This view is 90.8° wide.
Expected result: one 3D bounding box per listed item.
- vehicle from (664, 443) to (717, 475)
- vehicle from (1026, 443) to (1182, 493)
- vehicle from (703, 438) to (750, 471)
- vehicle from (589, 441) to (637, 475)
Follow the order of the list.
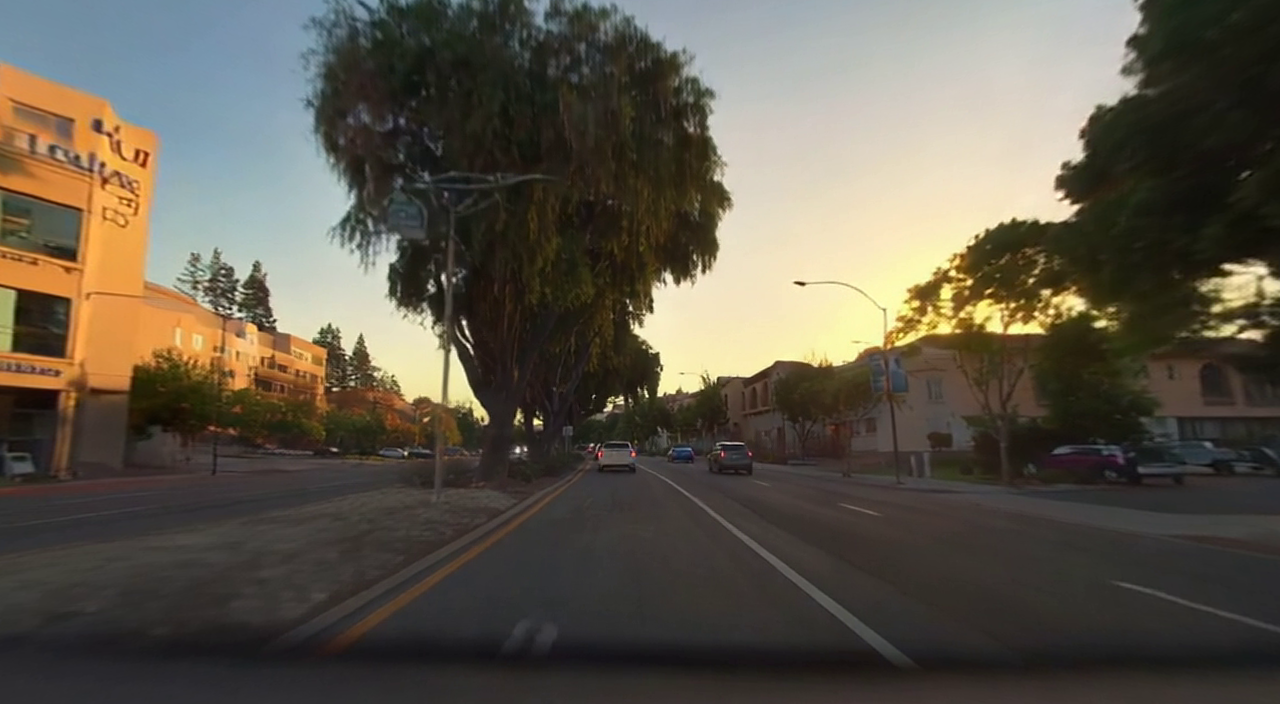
[{"bbox_3d":[2.426,5.301,31.616,1.993,1.477,4.240,1,-8,-5],"label":"vehicle"},{"bbox_3d":[20.213,5.009,27.843,2.150,1.966,5.027,4,-9,-23],"label":"vehicle"},{"bbox_3d":[5.465,6.555,40.555,2.052,1.990,4.736,1,-8,-4],"label":"vehicle"},{"bbox_3d":[-1.290,4.919,29.651,2.101,1.444,4.248,0,-8,-3],"label":"vehicle"}]
